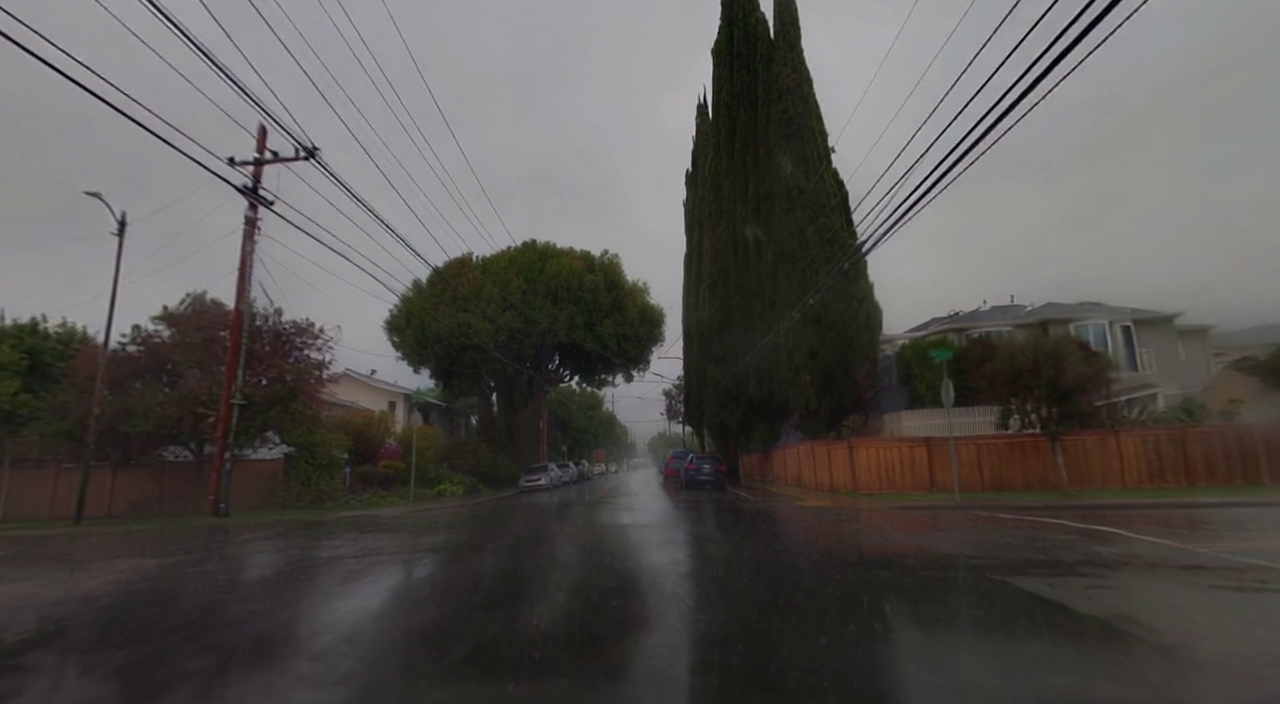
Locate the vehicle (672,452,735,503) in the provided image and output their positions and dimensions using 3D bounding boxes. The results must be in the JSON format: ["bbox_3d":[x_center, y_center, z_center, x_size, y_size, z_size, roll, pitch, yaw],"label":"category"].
[{"bbox_3d":[2.581,5.263,26.946,2.051,1.874,4.459,0,-8,-2],"label":"vehicle"}]

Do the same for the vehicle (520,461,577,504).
[{"bbox_3d":[-4.304,6.226,30.451,2.189,1.771,4.571,0,-9,-1],"label":"vehicle"}]
